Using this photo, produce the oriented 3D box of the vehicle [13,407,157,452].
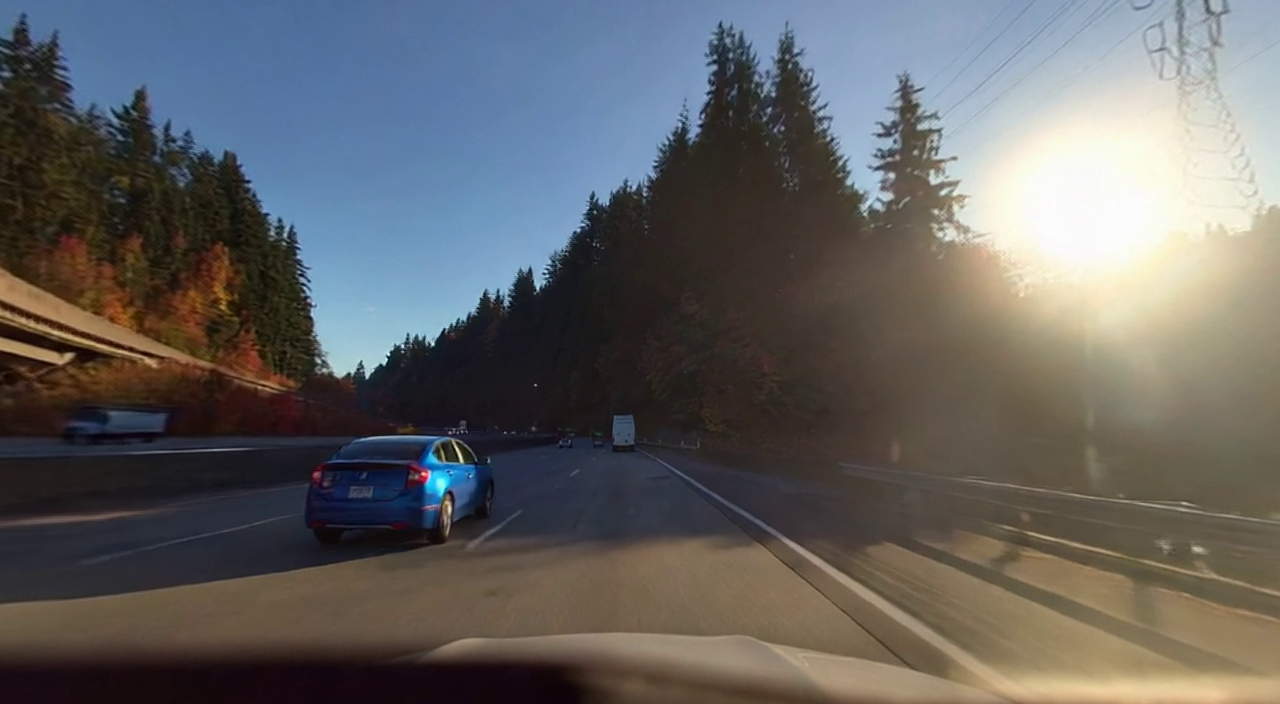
[{"bbox_3d":[-26.183,3.739,30.012,2.033,1.947,5.353,0,-8,-1],"label":"vehicle"}]
